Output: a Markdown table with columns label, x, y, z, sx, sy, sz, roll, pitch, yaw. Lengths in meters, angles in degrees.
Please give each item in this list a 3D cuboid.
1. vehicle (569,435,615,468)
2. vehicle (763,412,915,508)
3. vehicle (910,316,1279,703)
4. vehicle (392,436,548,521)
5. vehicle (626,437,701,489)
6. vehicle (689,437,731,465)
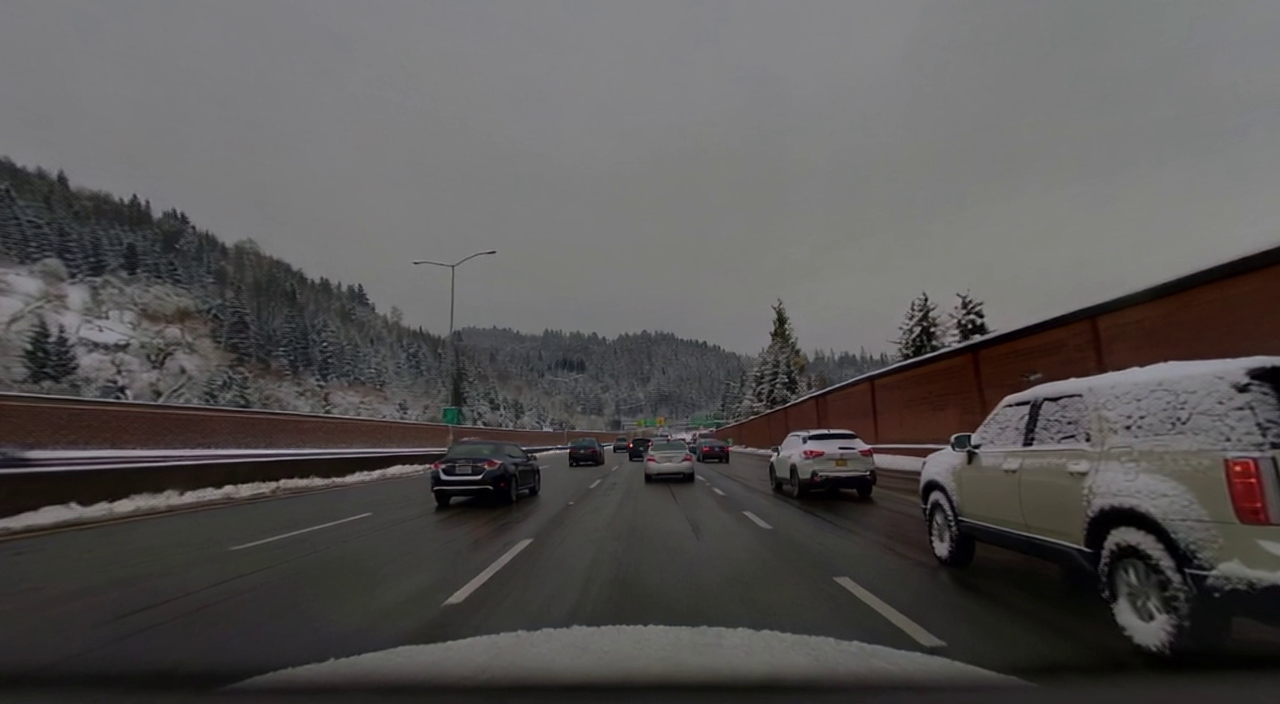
| label | x | y | z | sx | sy | sz | roll | pitch | yaw |
| --- | --- | --- | --- | --- | --- | --- | --- | --- | --- |
| vehicle | -2.748 | 5.822 | 37.049 | 2.154 | 1.793 | 4.736 | 0 | -8 | 2 |
| vehicle | 4.322 | 2.434 | 14.621 | 1.970 | 1.872 | 4.575 | 0 | -8 | -1 |
| vehicle | 3.765 | 0.992 | 4.294 | 1.930 | 1.831 | 4.344 | 0 | -8 | 0 |
| vehicle | -3.302 | 2.526 | 13.234 | 1.961 | 1.456 | 4.362 | 0 | -8 | 1 |
| vehicle | 0.659 | 3.432 | 19.861 | 2.105 | 1.471 | 3.978 | 0 | -8 | 0 |
| vehicle | 3.871 | 5.522 | 35.322 | 1.855 | 1.513 | 3.915 | 0 | -8 | 0 |
